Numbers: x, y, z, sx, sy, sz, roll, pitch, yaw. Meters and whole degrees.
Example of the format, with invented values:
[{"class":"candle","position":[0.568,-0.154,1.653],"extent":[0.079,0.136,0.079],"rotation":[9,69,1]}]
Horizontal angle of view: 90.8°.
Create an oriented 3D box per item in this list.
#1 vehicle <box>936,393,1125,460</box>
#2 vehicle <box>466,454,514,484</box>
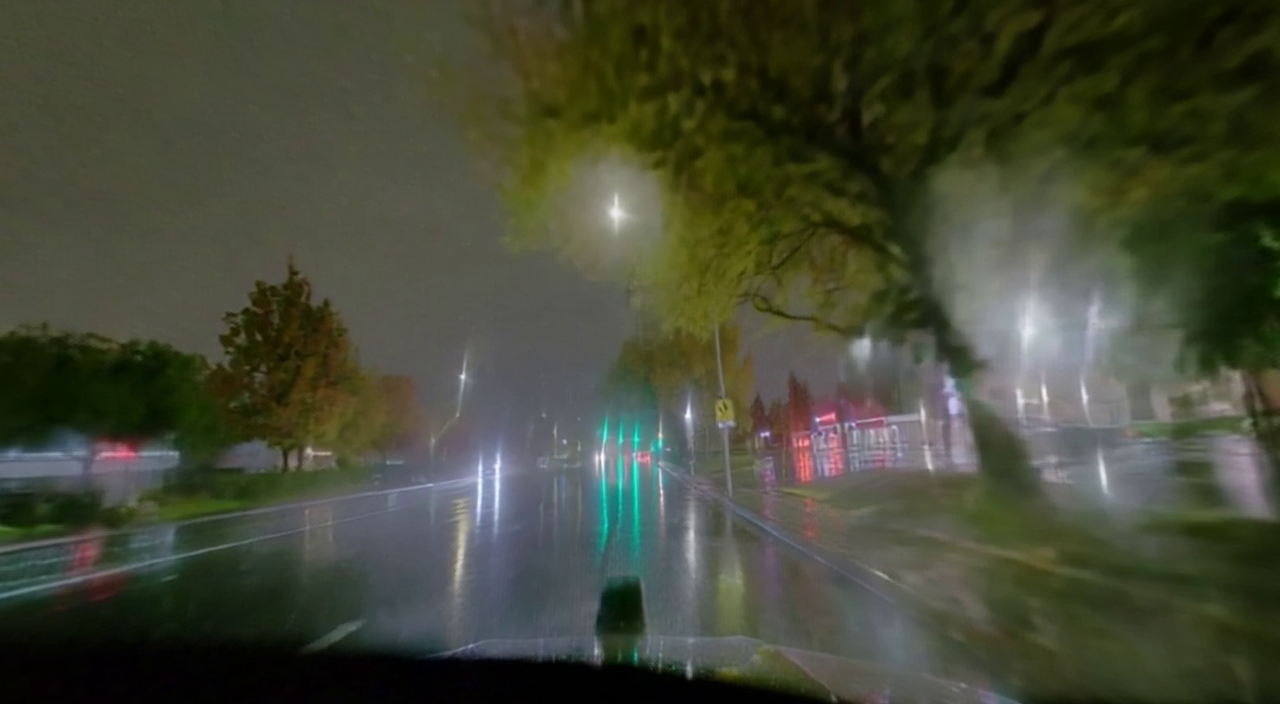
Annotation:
[{"class":"vehicle","position":[12.619,2.591,20.899],"extent":[1.939,1.753,4.974],"rotation":[5,-13,-23]},{"class":"vehicle","position":[-9.477,7.378,40.187],"extent":[2.050,1.721,4.369],"rotation":[0,-9,-1]}]
